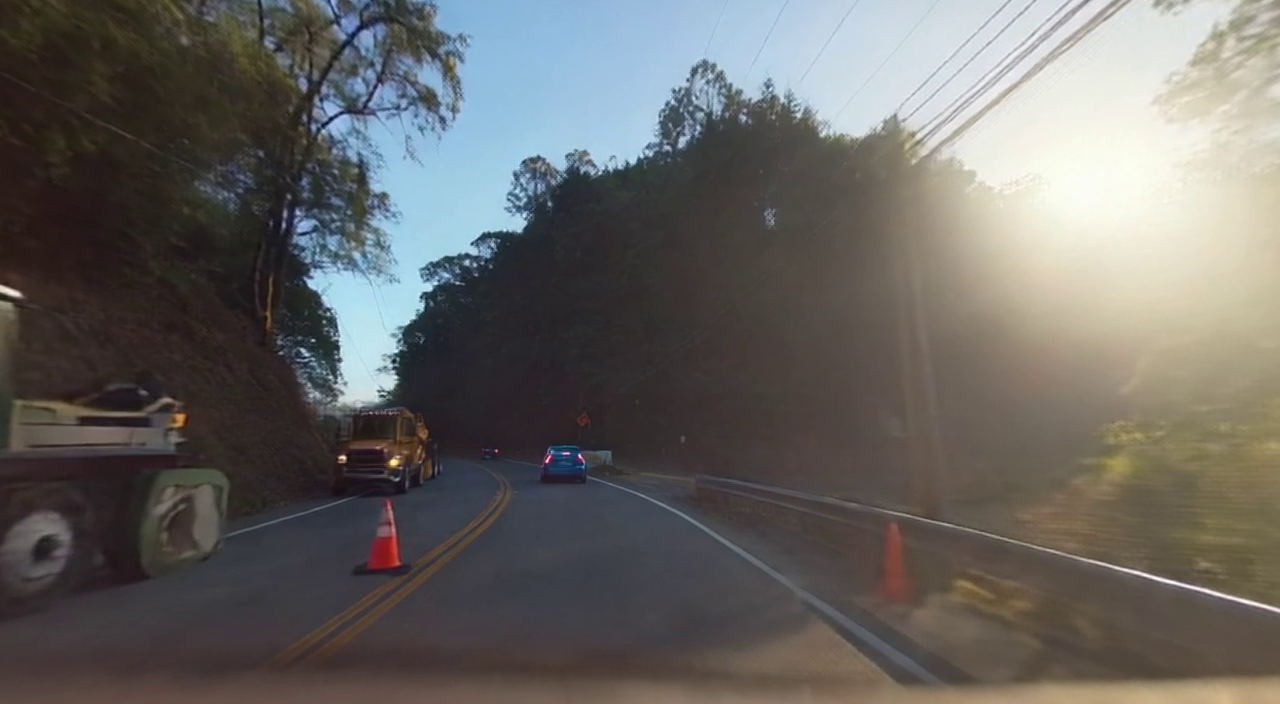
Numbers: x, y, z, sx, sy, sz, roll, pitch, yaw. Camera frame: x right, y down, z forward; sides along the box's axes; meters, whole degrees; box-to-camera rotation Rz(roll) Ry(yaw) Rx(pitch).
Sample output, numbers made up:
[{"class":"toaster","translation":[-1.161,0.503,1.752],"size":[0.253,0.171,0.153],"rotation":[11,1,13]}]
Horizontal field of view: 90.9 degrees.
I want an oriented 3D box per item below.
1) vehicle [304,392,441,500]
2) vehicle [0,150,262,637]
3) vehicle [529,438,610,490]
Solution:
[{"class":"vehicle","translation":[-7.188,2.600,17.525],"size":[2.257,2.597,4.069],"rotation":[1,-8,-6]},{"class":"vehicle","translation":[-5.417,0.283,4.252],"size":[2.364,3.191,4.942],"rotation":[0,-8,3]},{"class":"vehicle","translation":[-2.425,3.627,20.751],"size":[2.259,1.503,4.075],"rotation":[2,-9,-12]}]
